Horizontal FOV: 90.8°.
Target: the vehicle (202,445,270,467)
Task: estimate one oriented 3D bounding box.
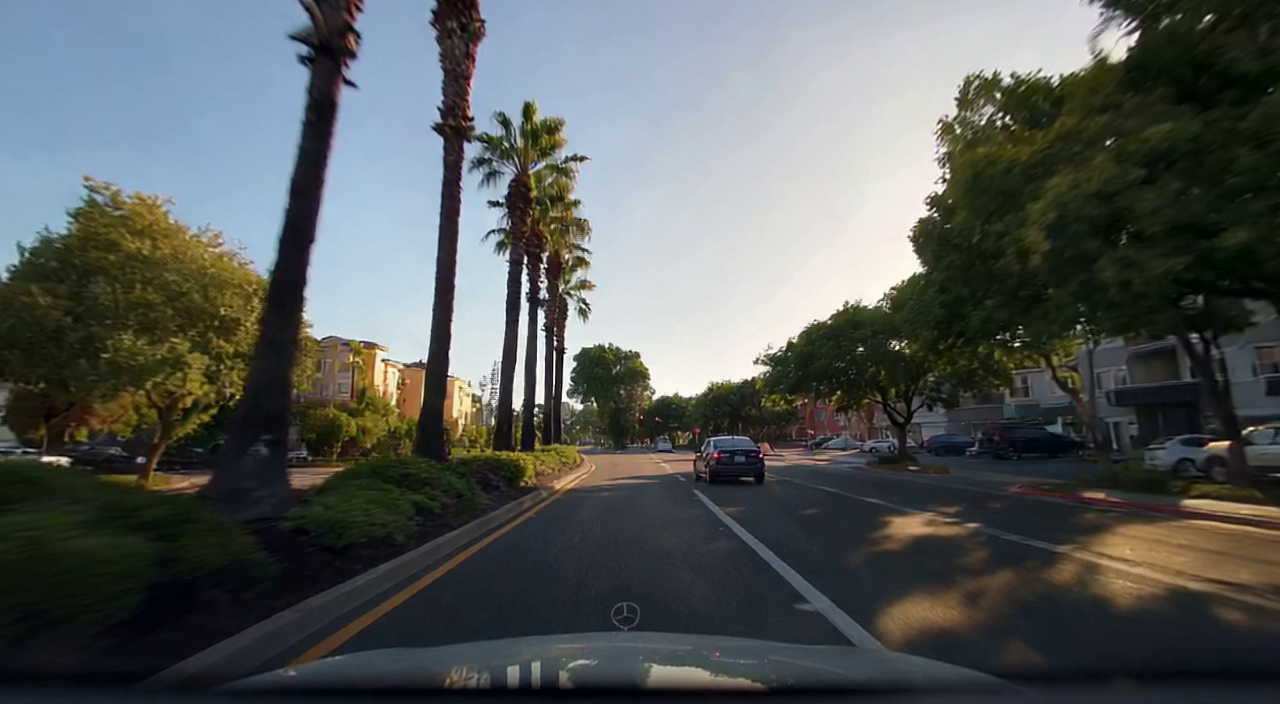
[{"bbox_3d":[-30.965,7.942,48.586,1.933,1.586,4.594,-1,-8,3],"label":"vehicle"}]

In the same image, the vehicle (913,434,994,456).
[{"bbox_3d":[22.297,6.616,45.028,4.633,1.518,2.008,0,-8,-1],"label":"vehicle"}]

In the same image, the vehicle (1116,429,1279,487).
[{"bbox_3d":[16.363,3.009,18.181,1.920,1.430,4.710,-1,-8,4],"label":"vehicle"}]

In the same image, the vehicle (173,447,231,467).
[{"bbox_3d":[-33.605,8.045,48.590,1.829,1.492,3.741,0,-8,-1],"label":"vehicle"}]

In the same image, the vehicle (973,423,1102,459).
[{"bbox_3d":[21.844,4.921,34.906,5.644,1.937,2.174,0,-8,-1],"label":"vehicle"}]

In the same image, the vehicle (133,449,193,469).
[{"bbox_3d":[-36.098,8.083,47.928,1.777,1.425,3.875,0,-8,-5],"label":"vehicle"}]

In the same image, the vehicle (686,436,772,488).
[{"bbox_3d":[2.691,3.446,20.098,1.964,1.448,4.295,0,-8,-2],"label":"vehicle"}]
